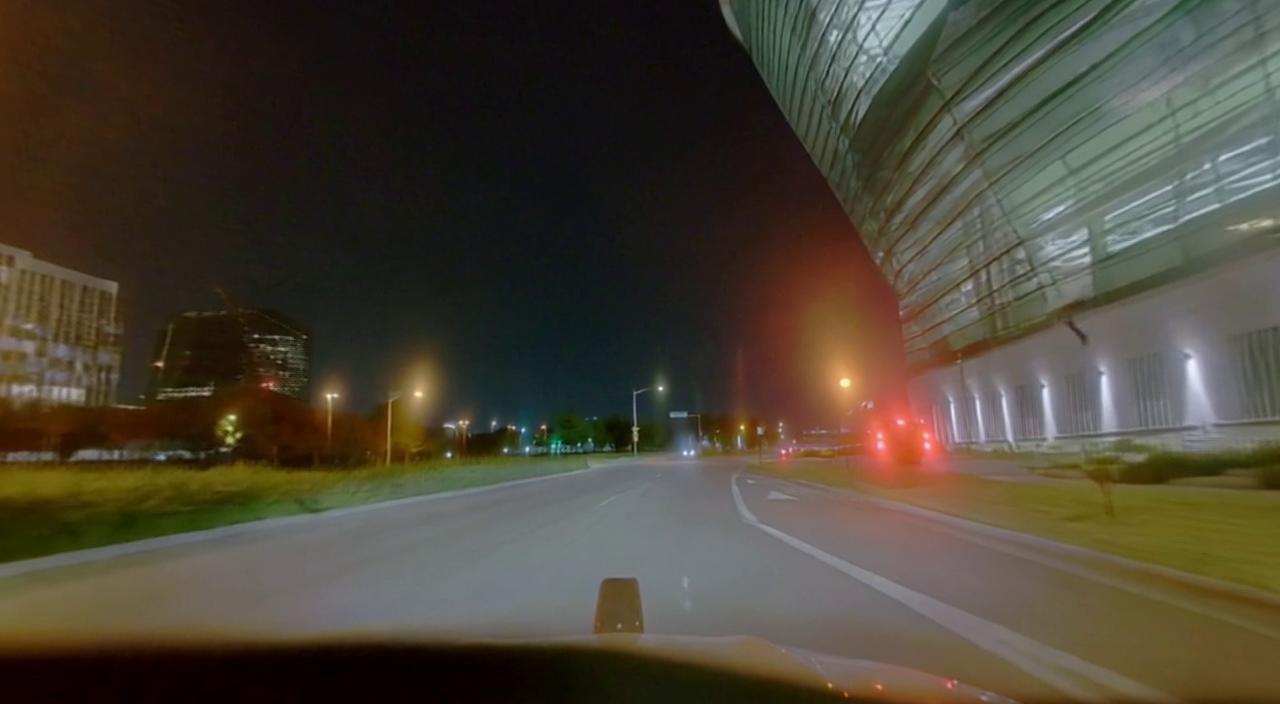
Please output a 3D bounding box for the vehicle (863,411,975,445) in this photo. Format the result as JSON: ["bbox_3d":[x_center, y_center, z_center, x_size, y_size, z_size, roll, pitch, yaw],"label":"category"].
[{"bbox_3d":[16.638,4.617,37.920,5.745,1.902,2.244,-2,-9,13],"label":"vehicle"}]
